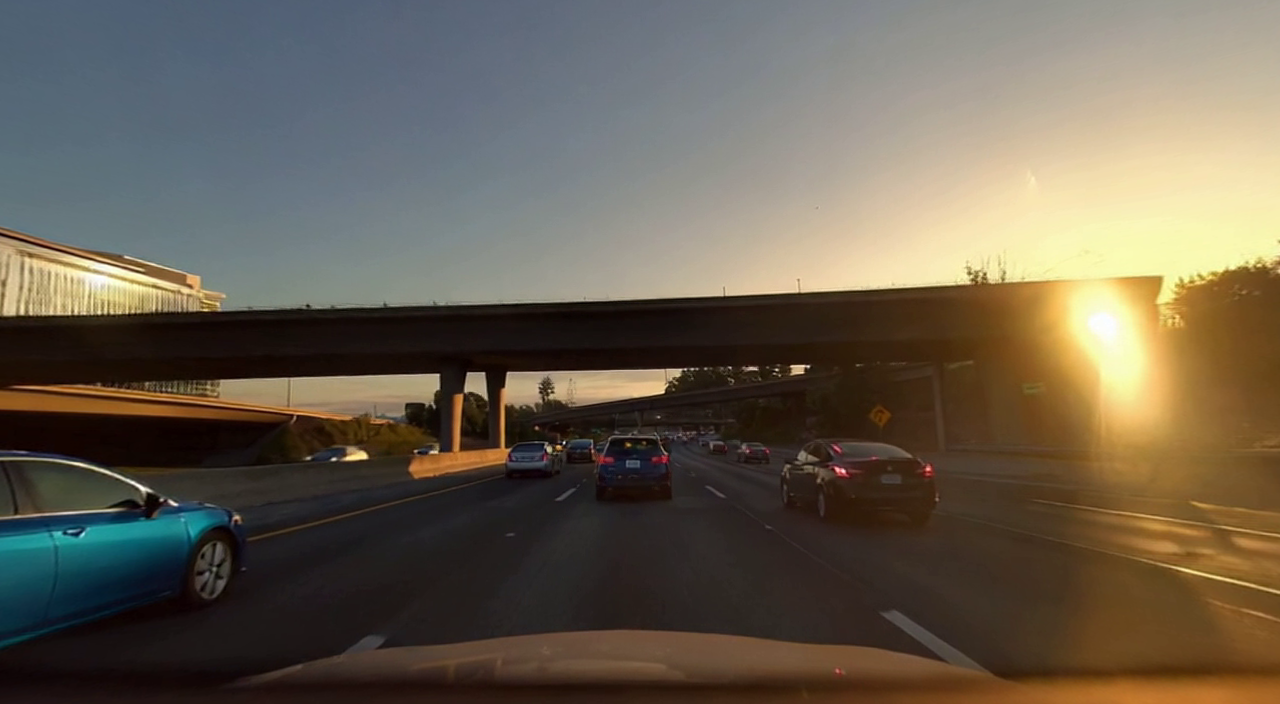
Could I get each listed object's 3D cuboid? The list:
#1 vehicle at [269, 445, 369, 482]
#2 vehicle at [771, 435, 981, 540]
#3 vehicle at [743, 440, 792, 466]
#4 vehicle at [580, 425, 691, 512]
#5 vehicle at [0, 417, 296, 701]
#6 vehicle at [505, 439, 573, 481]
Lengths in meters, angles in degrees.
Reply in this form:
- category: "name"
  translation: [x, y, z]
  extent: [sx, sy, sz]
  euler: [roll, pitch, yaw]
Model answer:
- category: "vehicle"
  translation: [-14.748, 5.128, 29.268]
  extent: [2.021, 1.561, 4.722]
  euler: [0, -9, 2]
- category: "vehicle"
  translation: [3.901, 2.312, 11.459]
  extent: [2.031, 1.492, 4.577]
  euler: [0, -9, 0]
- category: "vehicle"
  translation: [7.933, 6.324, 39.594]
  extent: [2.049, 1.521, 4.604]
  euler: [0, -9, 0]
- category: "vehicle"
  translation: [-0.068, 2.622, 14.530]
  extent: [2.181, 1.697, 4.021]
  euler: [0, -9, 1]
- category: "vehicle"
  translation: [-4.348, 1.163, 3.817]
  extent: [1.974, 1.478, 4.412]
  euler: [0, -9, 1]
- category: "vehicle"
  translation: [-3.951, 4.313, 25.463]
  extent: [1.947, 1.516, 4.295]
  euler: [0, -9, 1]
